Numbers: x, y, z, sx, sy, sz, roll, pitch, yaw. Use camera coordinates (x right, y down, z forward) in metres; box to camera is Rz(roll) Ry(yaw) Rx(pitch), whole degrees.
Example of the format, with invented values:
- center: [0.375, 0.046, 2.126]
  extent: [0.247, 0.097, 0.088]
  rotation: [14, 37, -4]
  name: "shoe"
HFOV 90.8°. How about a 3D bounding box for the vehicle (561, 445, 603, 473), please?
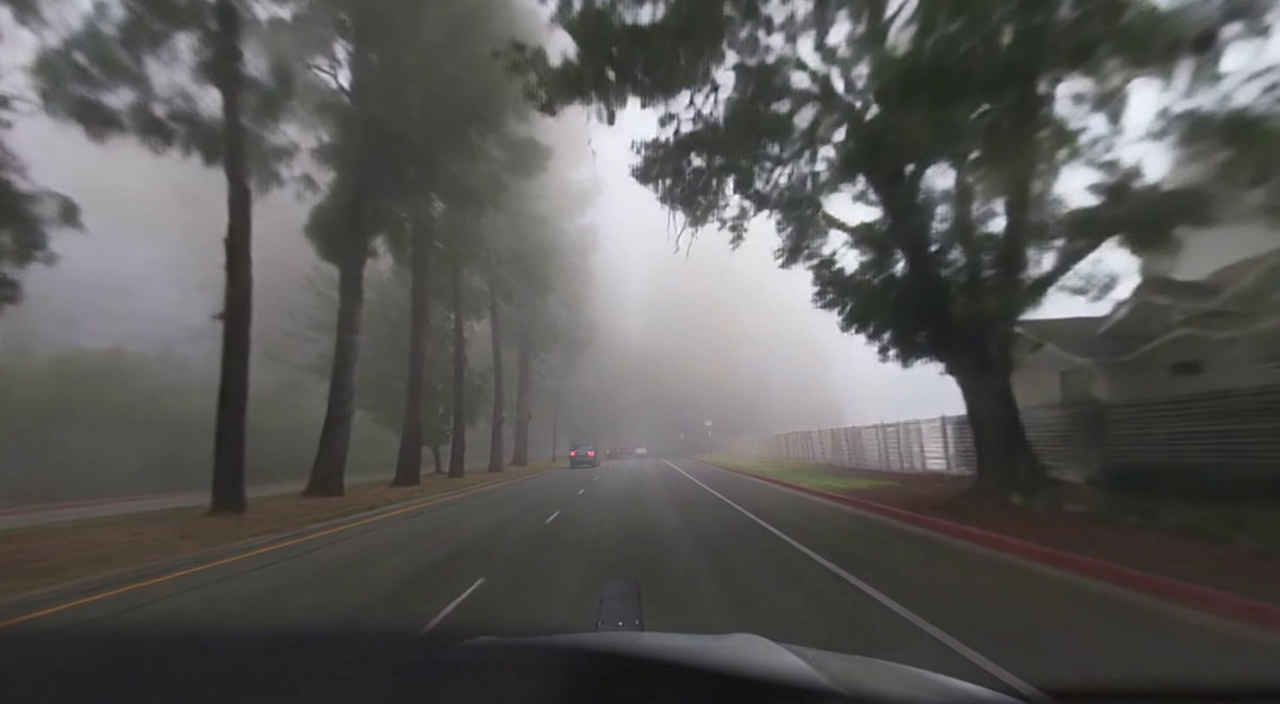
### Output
- center: [-3.140, 5.867, 34.796]
  extent: [1.870, 1.431, 4.317]
  rotation: [0, -8, 1]
  name: "vehicle"
